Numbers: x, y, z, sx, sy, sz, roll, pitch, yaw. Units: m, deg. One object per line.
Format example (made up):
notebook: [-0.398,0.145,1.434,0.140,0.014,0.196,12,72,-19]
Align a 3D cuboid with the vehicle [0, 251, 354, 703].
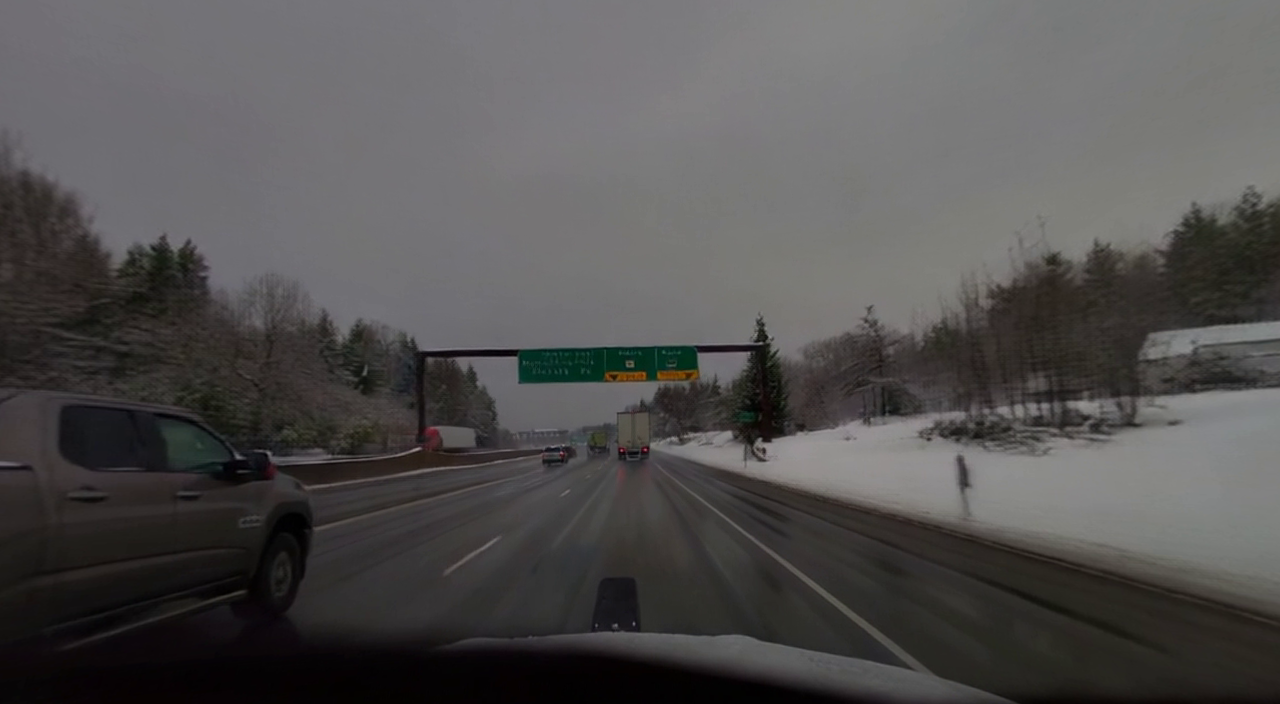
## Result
vehicle: [-3.446,0.737,2.711,2.223,2.045,4.798,0,-8,-1]
